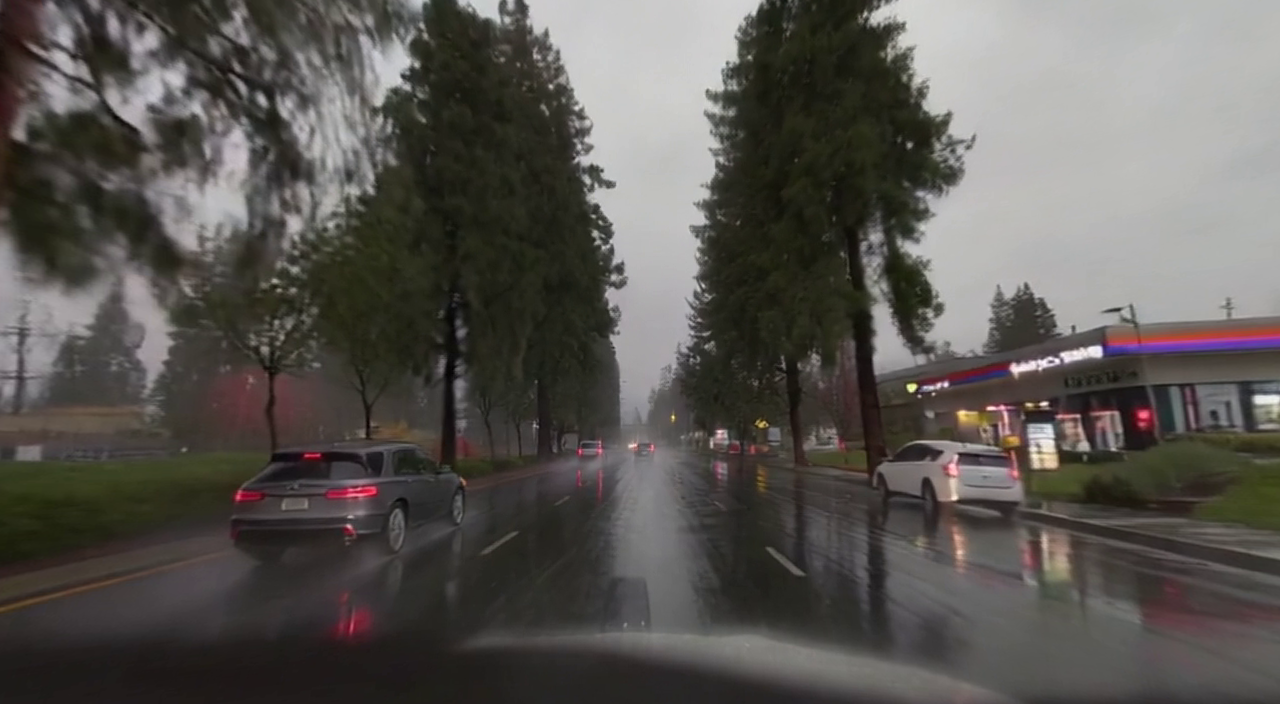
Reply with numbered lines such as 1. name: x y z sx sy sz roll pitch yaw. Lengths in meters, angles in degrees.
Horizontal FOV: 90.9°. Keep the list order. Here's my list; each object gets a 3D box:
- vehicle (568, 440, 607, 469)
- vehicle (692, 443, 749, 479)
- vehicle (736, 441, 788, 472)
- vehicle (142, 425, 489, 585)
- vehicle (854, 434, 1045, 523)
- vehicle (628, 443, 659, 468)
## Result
1. vehicle: -3.364 6.653 41.014 2.051 1.747 4.370 0 -8 1
2. vehicle: 3.533 4.865 28.544 2.010 1.486 4.498 0 -8 0
3. vehicle: 6.819 5.908 35.798 1.988 1.659 4.508 0 -9 -1
4. vehicle: -3.785 1.869 8.757 1.988 1.530 5.155 0 -8 1
5. vehicle: 6.374 2.626 13.667 1.983 1.599 4.243 0 -9 0
6. vehicle: 0.243 6.687 40.903 1.922 1.579 3.642 0 -8 0
